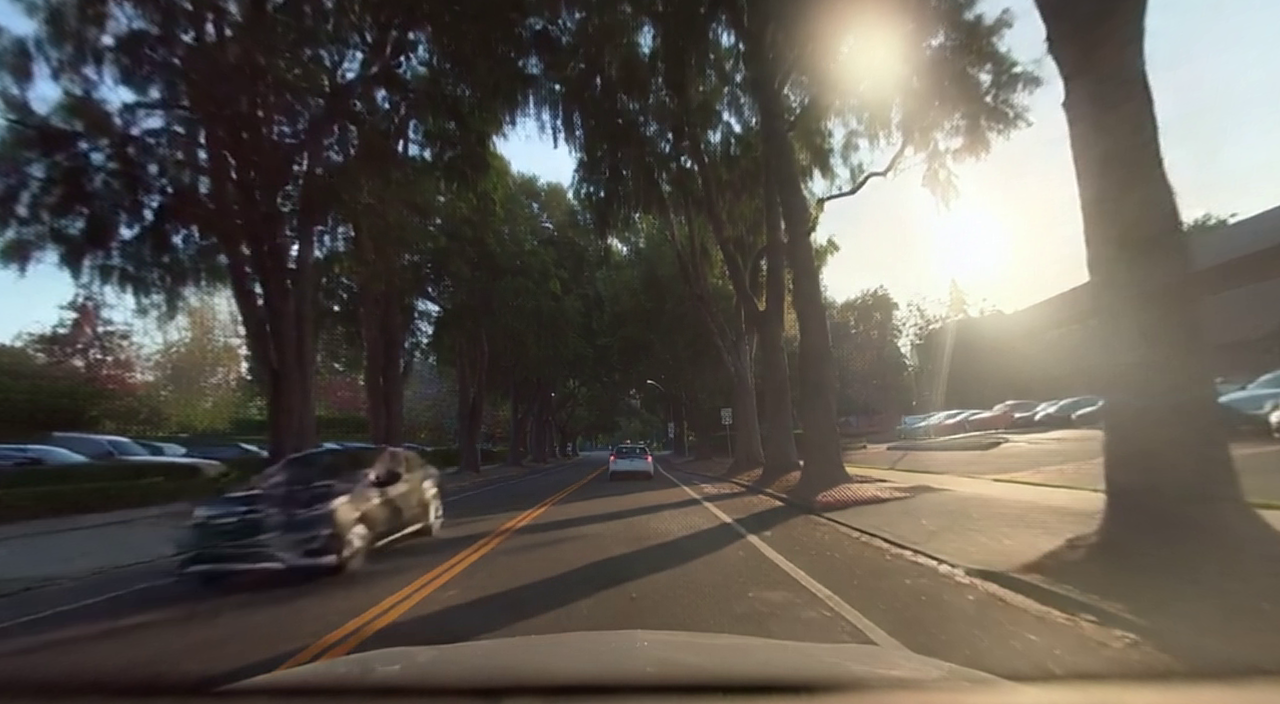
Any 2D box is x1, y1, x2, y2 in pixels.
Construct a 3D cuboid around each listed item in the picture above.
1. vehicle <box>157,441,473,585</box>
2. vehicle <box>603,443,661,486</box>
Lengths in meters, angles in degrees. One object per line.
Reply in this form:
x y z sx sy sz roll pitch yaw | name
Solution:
-4.004 2.020 8.944 2.028 1.464 4.602 -1 -8 0 | vehicle
-0.328 4.532 25.833 2.152 1.574 4.223 0 -8 -1 | vehicle
